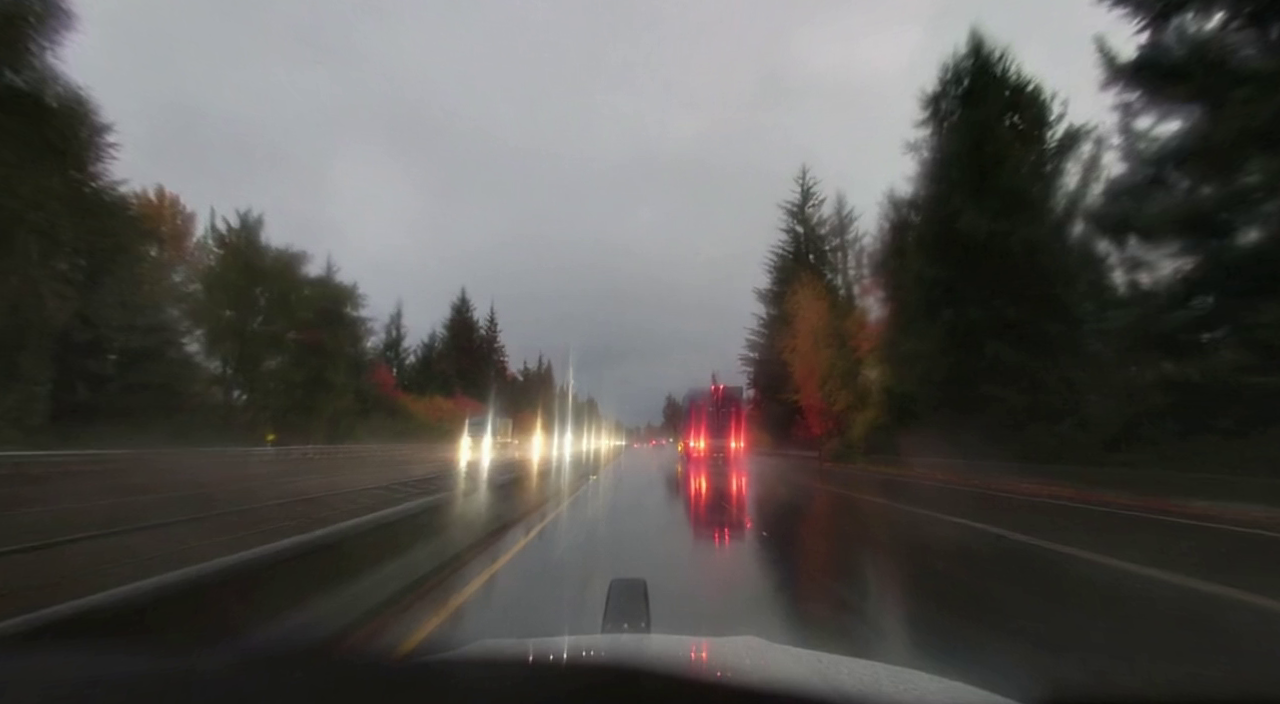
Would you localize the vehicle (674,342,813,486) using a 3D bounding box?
[{"bbox_3d":[3.463,2.828,25.891,3.691,4.331,13.909,0,-8,1],"label":"vehicle"}]

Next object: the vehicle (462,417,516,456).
[{"bbox_3d":[-11.343,6.449,47.834,2.322,2.720,6.848,0,-8,1],"label":"vehicle"}]
